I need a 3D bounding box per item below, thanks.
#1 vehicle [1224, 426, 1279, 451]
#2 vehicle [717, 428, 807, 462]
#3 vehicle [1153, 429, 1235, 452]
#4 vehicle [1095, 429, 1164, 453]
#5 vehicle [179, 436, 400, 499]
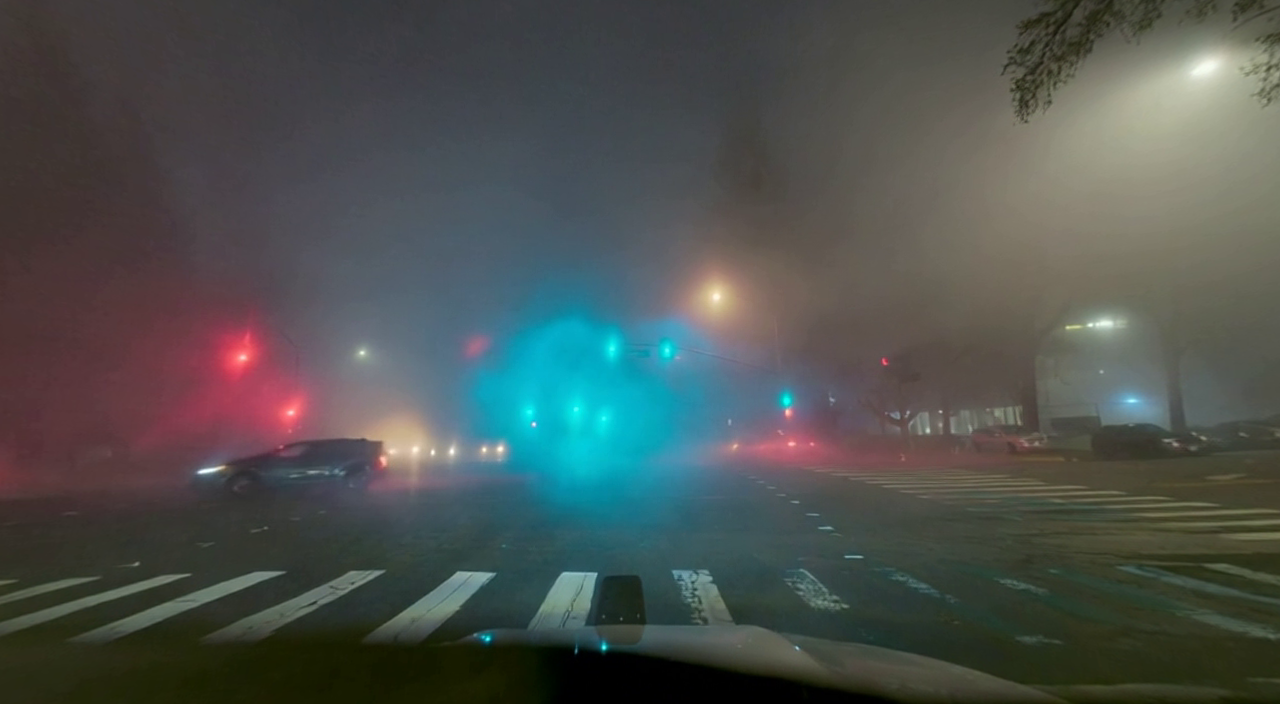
[{"bbox_3d":[42.252,5.737,41.932,2.037,1.614,5.175,0,-8,0],"label":"vehicle"},{"bbox_3d":[6.524,5.024,34.207,1.977,1.698,4.571,6,-10,-37],"label":"vehicle"},{"bbox_3d":[36.562,5.891,41.845,1.726,1.429,4.163,-1,-8,2],"label":"vehicle"},{"bbox_3d":[33.248,6.098,43.096,2.090,1.494,4.321,-3,-9,15],"label":"vehicle"},{"bbox_3d":[-9.268,3.054,17.156,4.916,1.504,1.846,4,-9,-26],"label":"vehicle"}]
